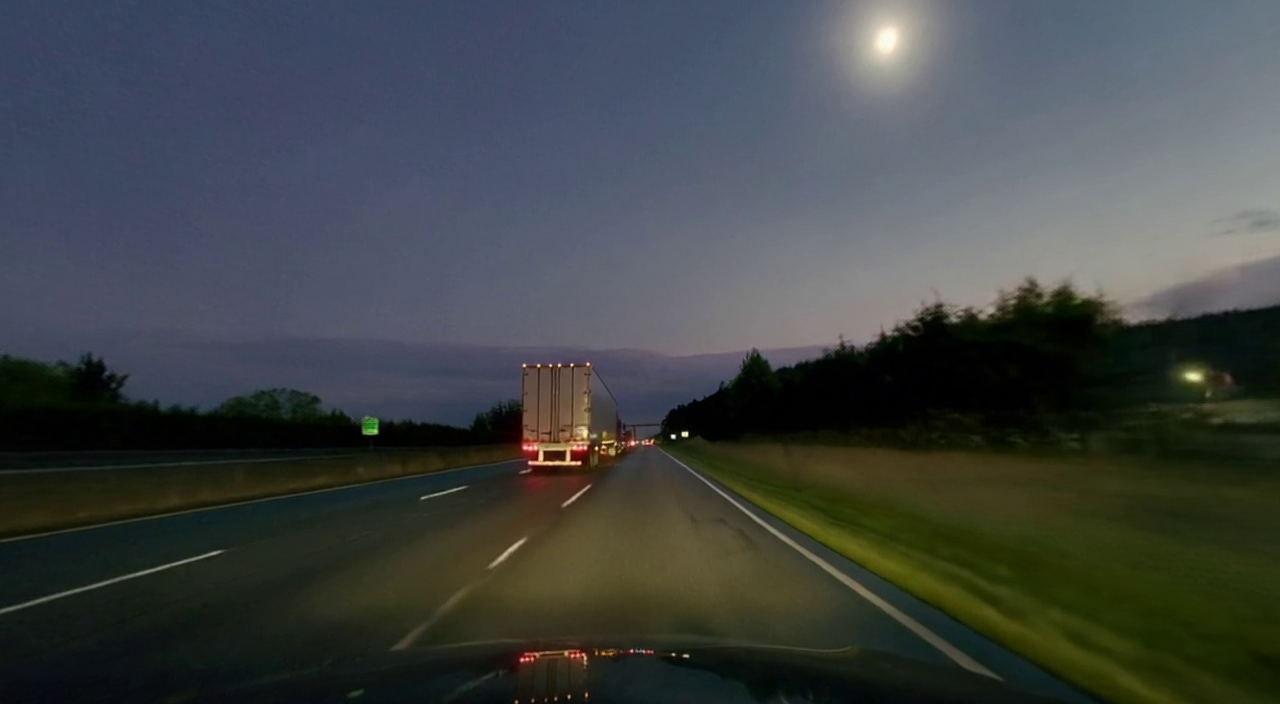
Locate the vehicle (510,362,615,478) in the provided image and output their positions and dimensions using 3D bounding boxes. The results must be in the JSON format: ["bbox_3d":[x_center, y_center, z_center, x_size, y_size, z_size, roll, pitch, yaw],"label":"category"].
[{"bbox_3d":[-2.987,3.388,29.228,2.947,4.051,14.256,0,-8,1],"label":"vehicle"}]
